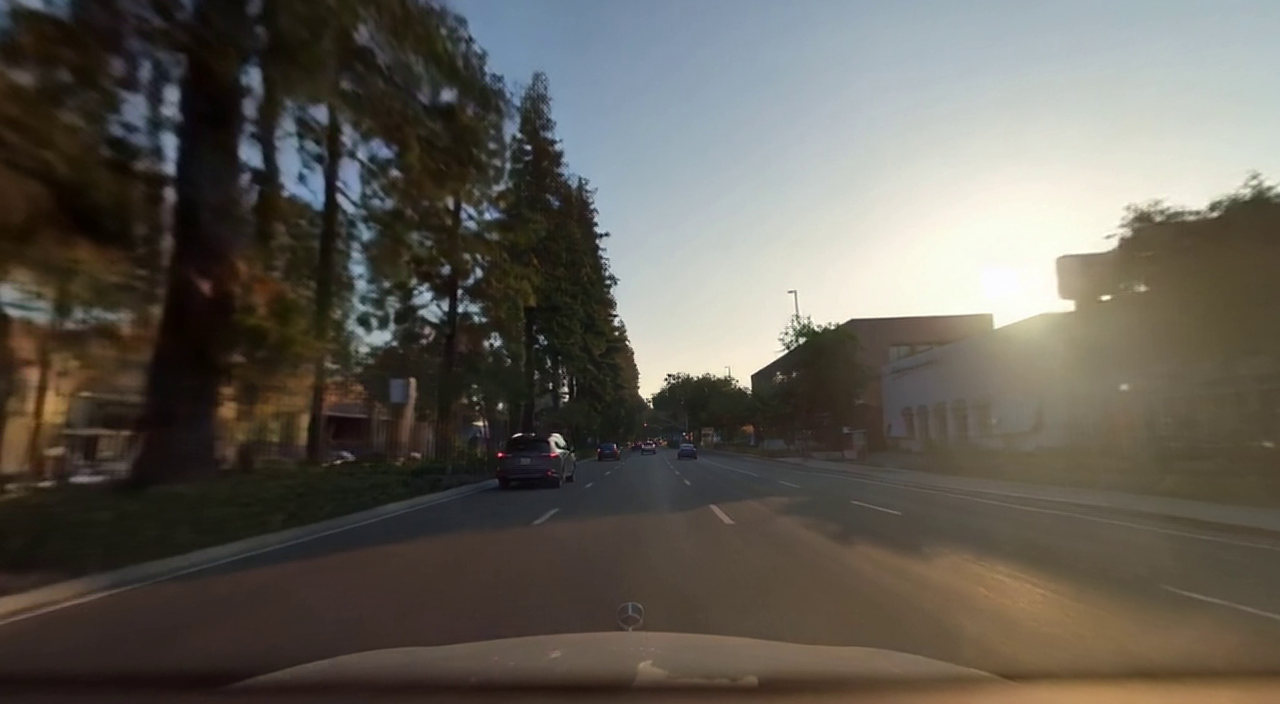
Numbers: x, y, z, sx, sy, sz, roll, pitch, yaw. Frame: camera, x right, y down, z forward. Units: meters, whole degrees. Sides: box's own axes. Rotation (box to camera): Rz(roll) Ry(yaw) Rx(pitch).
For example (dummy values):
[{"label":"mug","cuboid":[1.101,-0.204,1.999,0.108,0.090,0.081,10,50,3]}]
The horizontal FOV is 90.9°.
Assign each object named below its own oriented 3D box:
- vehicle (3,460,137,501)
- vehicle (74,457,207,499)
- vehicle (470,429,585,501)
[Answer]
[{"label":"vehicle","cuboid":[-24.508,5.524,27.343,1.825,1.498,4.308,0,-8,-1]},{"label":"vehicle","cuboid":[-20.725,5.230,26.459,1.817,1.495,4.540,0,-8,1]},{"label":"vehicle","cuboid":[-2.814,2.972,17.001,2.121,1.656,4.559,0,-8,2]}]
